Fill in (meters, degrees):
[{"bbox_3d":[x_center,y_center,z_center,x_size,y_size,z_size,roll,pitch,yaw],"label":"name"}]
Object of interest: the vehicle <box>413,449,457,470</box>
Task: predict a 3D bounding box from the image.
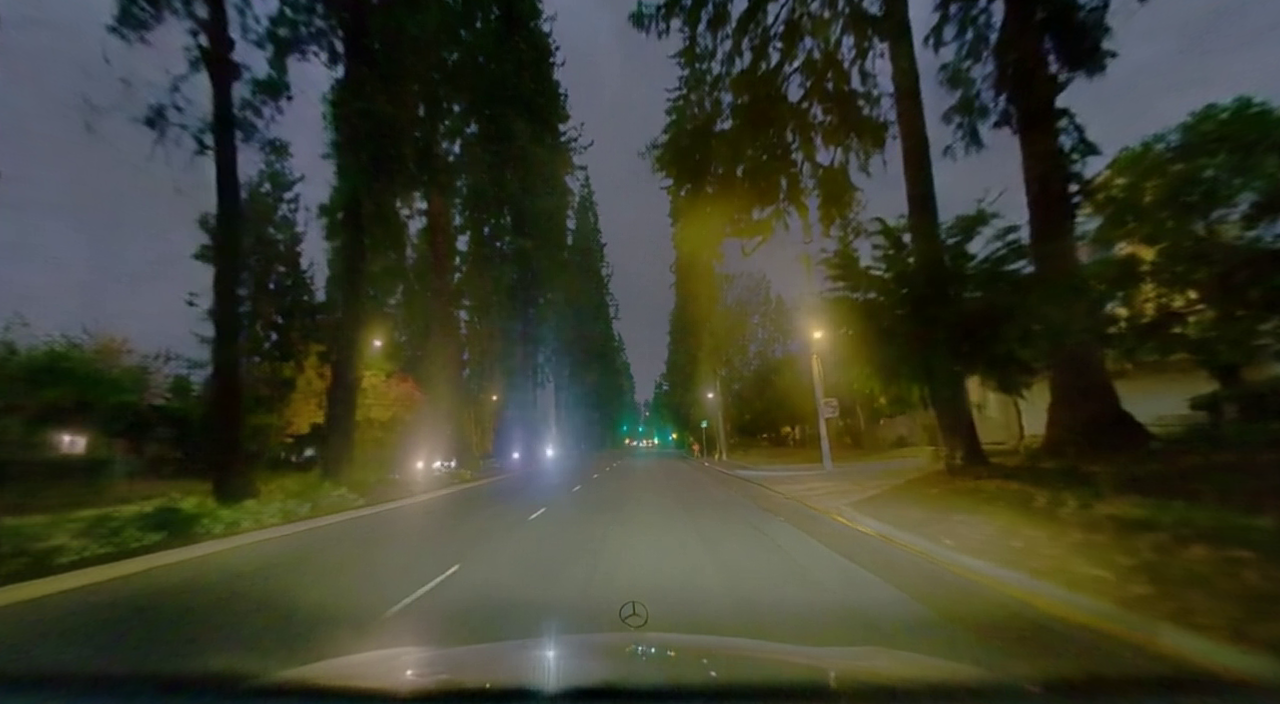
[{"bbox_3d":[-15.642,8.198,48.383,1.942,1.481,4.412,0,-8,-1],"label":"vehicle"}]
